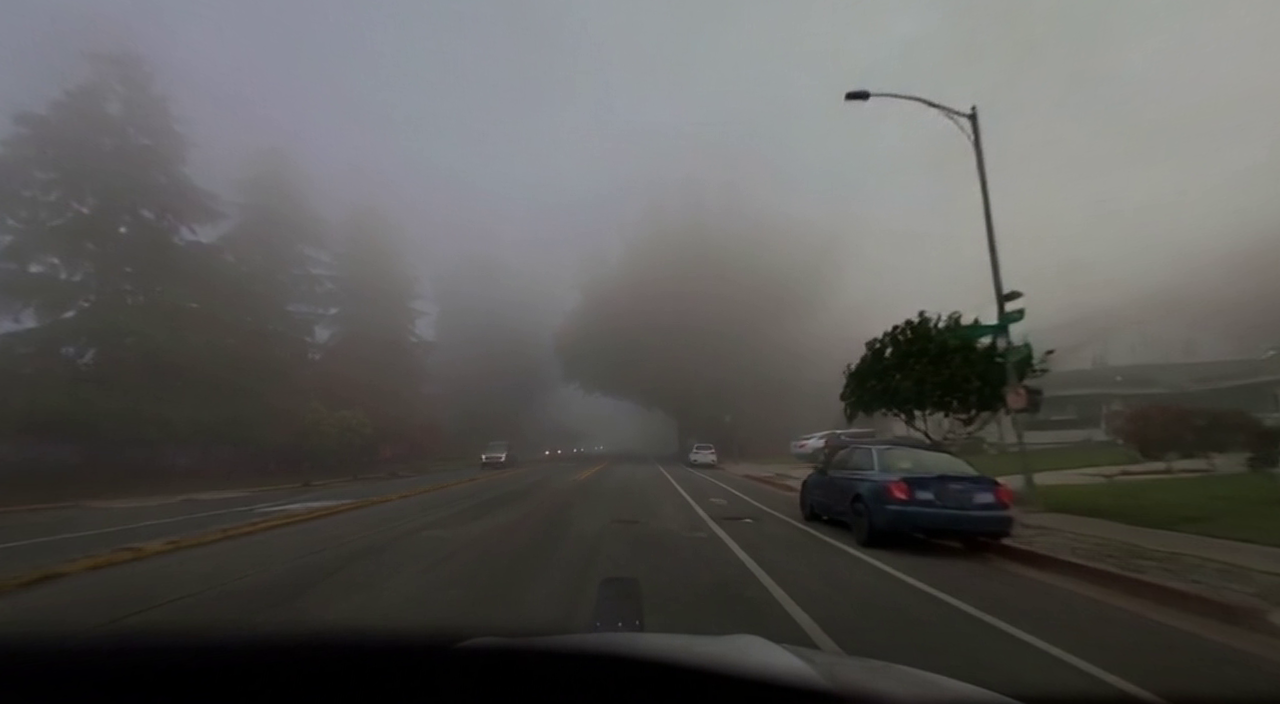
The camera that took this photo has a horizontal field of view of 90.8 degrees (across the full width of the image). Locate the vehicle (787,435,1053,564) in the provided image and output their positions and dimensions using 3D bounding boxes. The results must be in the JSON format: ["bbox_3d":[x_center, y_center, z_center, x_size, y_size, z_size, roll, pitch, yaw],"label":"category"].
[{"bbox_3d":[3.853,2.082,9.804,1.991,1.500,4.562,0,-8,0],"label":"vehicle"}]

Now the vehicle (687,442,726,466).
[{"bbox_3d":[4.240,6.596,41.177,2.011,1.458,4.633,0,-8,-1],"label":"vehicle"}]

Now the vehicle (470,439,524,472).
[{"bbox_3d":[-8.635,6.244,38.479,2.146,1.869,4.654,0,-8,1],"label":"vehicle"}]
